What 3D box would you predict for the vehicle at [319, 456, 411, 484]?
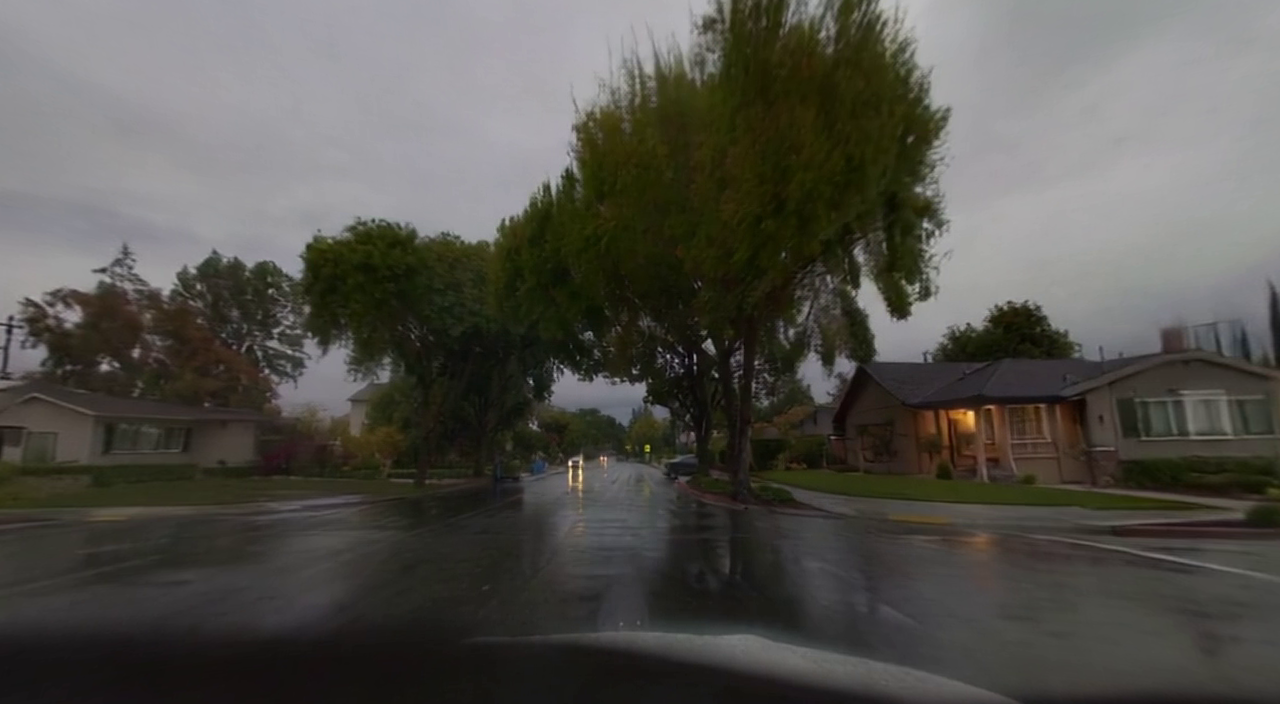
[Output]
[{"bbox_3d":[-15.929,6.855,36.794,4.358,1.516,2.077,1,-9,-4],"label":"vehicle"}]
